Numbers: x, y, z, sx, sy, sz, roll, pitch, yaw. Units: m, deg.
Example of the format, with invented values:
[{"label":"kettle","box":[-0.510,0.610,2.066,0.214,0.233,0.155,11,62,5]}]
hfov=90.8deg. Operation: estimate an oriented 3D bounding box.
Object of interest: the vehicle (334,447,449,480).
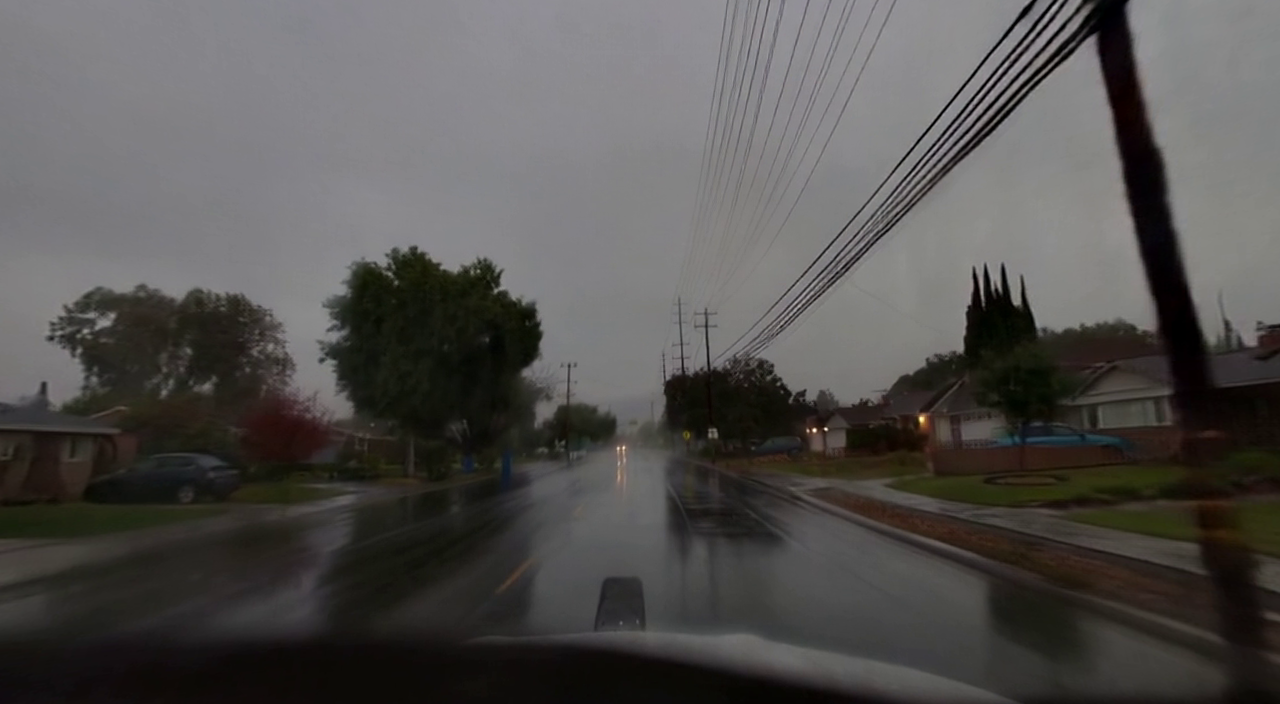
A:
[{"label":"vehicle","box":[-12.478,5.612,31.889,4.893,1.567,2.105,-1,-8,6]}]

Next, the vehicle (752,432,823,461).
[{"label":"vehicle","box":[10.666,6.884,46.007,4.686,1.786,2.019,-4,-8,6]}]

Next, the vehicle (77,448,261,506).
[{"label":"vehicle","box":[-14.950,3.960,20.559,1.978,1.586,5.192,0,-8,0]}]

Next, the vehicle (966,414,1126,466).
[{"label":"vehicle","box":[14.797,3.254,23.276,4.373,1.759,2.093,0,-9,4]}]
